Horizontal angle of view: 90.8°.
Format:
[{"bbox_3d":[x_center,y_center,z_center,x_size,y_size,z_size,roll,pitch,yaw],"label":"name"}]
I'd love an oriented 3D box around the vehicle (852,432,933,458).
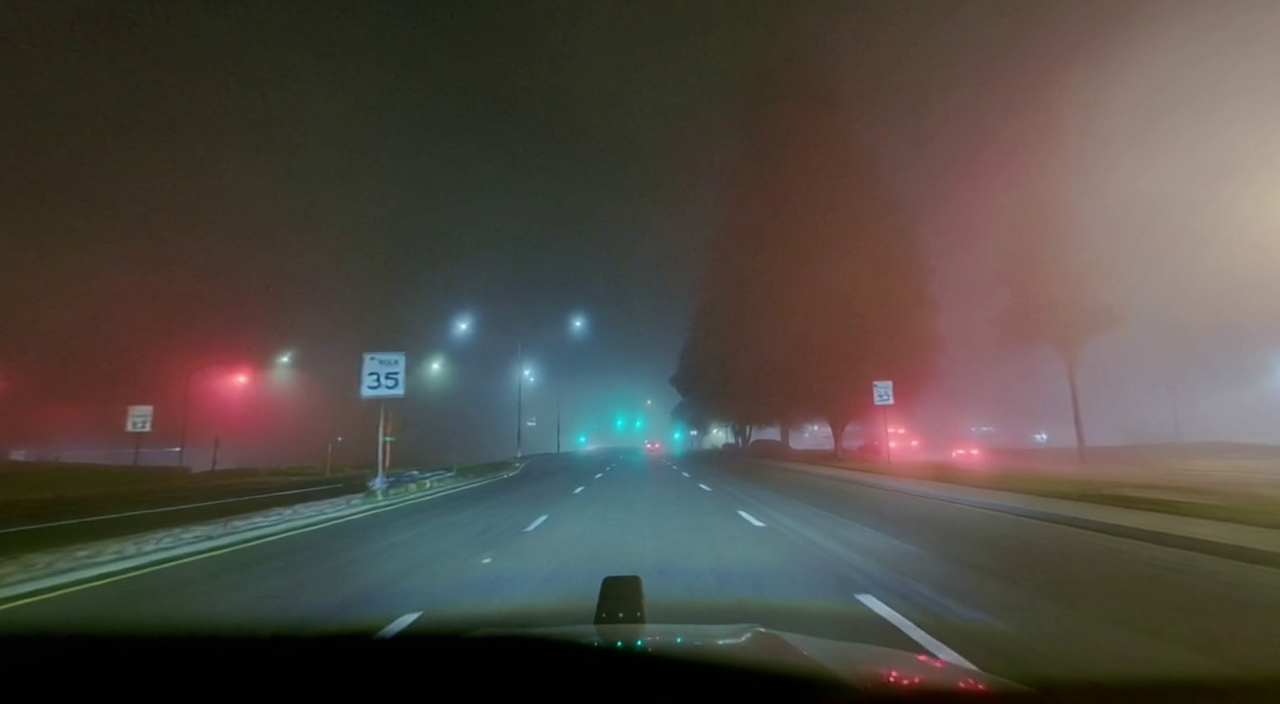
[{"bbox_3d":[16.977,6.261,42.575,4.530,1.640,2.074,0,-8,-2],"label":"vehicle"}]
